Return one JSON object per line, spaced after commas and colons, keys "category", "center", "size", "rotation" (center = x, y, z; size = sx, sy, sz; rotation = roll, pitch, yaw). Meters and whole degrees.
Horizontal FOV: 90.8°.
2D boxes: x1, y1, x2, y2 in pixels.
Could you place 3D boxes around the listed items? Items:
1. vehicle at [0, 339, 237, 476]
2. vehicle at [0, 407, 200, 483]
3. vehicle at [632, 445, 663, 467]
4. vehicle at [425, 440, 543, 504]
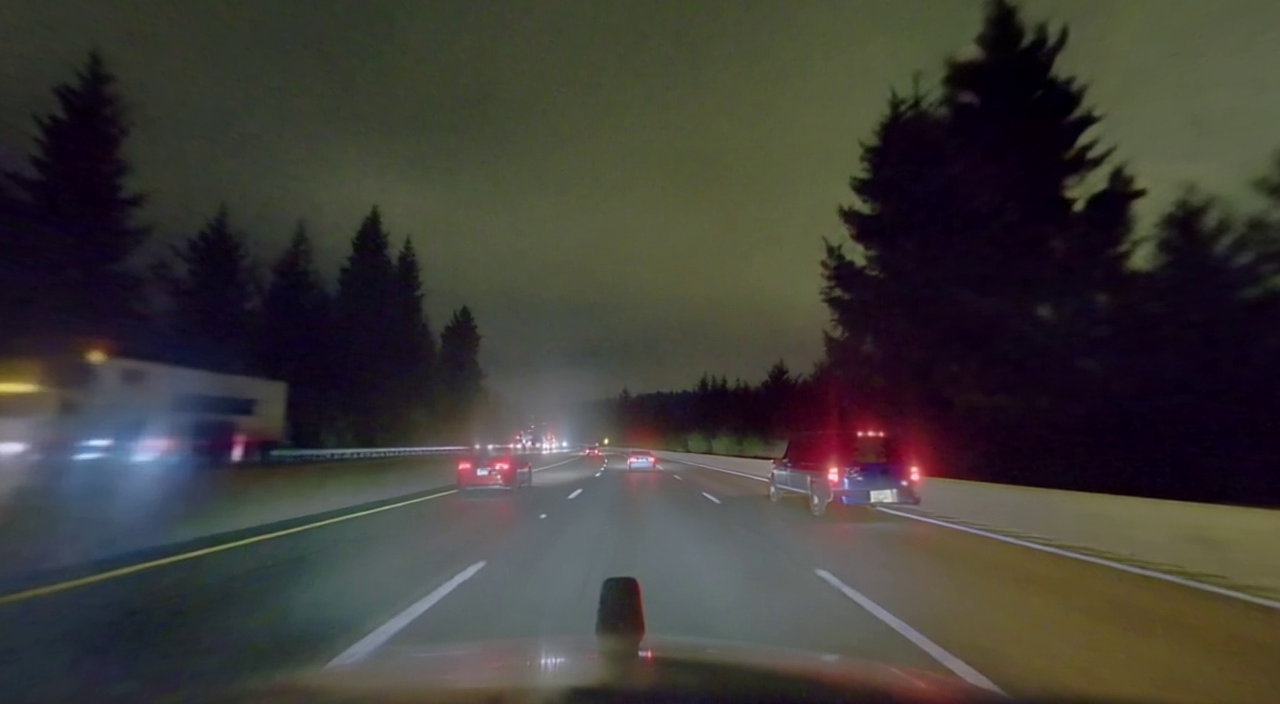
{"category": "vehicle", "center": [-16.759, 1.959, 19.861], "size": [2.847, 3.475, 7.687], "rotation": [0, -9, 1]}
{"category": "vehicle", "center": [-12.833, 2.200, 14.889], "size": [1.919, 1.534, 4.101], "rotation": [0, -9, 0]}
{"category": "vehicle", "center": [0.505, 7.375, 44.856], "size": [2.008, 1.499, 3.192], "rotation": [0, -9, -2]}
{"category": "vehicle", "center": [-4.041, 3.184, 17.240], "size": [2.054, 1.500, 4.469], "rotation": [0, -9, 0]}
